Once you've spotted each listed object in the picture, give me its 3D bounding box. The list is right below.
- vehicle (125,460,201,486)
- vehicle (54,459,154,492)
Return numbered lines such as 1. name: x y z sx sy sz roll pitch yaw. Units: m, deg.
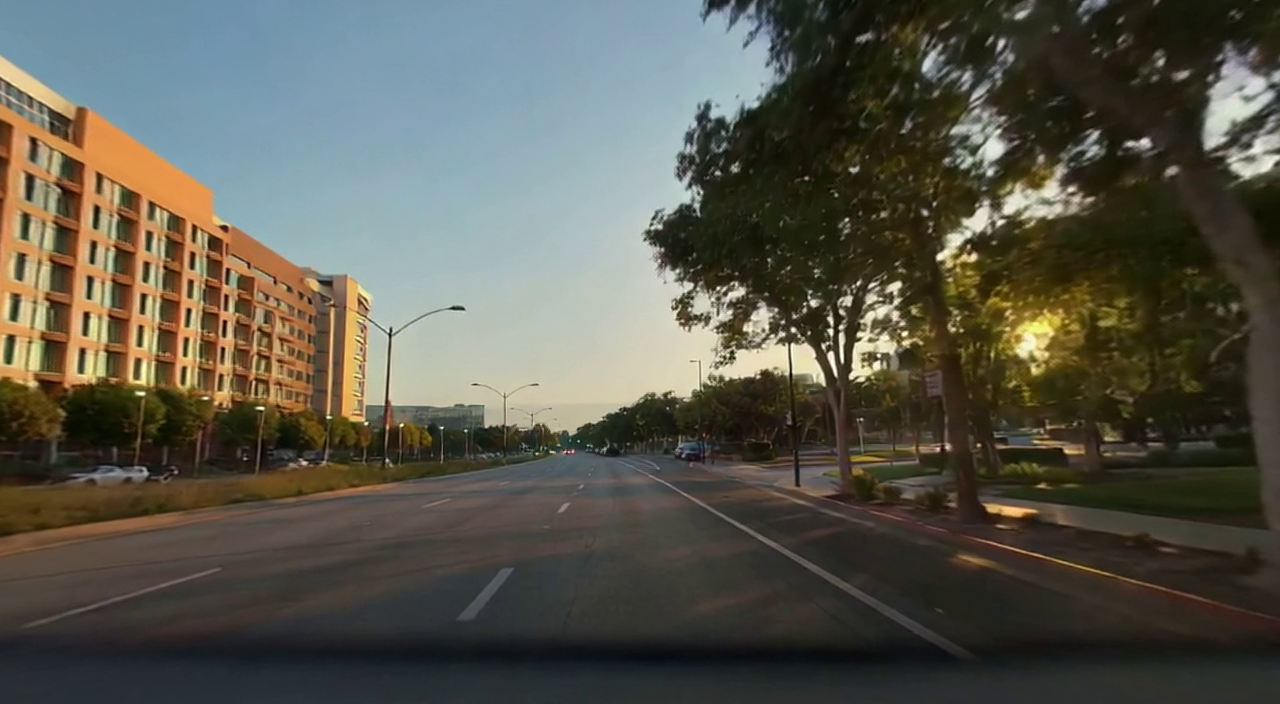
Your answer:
1. vehicle: -33.681 8.534 44.773 2.034 1.618 4.667 1 -8 -6
2. vehicle: -33.169 7.600 39.310 2.031 1.789 5.081 0 -8 -5
